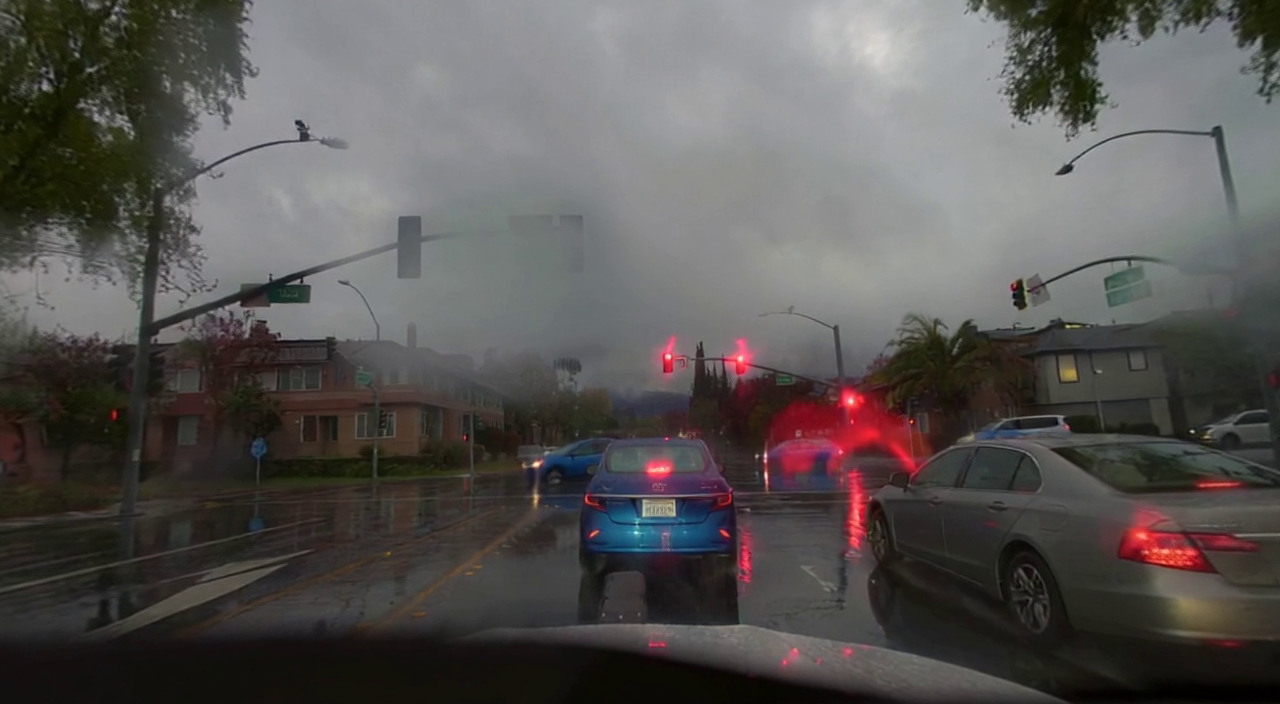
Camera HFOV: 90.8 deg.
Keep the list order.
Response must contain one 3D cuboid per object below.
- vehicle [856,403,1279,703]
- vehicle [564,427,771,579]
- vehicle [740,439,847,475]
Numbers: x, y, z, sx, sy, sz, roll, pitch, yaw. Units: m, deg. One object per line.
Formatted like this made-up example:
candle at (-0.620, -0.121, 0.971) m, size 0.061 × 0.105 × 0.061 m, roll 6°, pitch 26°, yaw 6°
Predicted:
vehicle at (3.654, 1.342, 5.432) m, size 1.888 × 1.486 × 4.681 m, roll 0°, pitch -9°, yaw 0°
vehicle at (0.309, 1.818, 8.329) m, size 2.090 × 1.505 × 3.756 m, roll -1°, pitch -9°, yaw 1°
vehicle at (6.859, 4.667, 28.331) m, size 4.229 × 1.490 × 1.854 m, roll 2°, pitch -9°, yaw -17°
